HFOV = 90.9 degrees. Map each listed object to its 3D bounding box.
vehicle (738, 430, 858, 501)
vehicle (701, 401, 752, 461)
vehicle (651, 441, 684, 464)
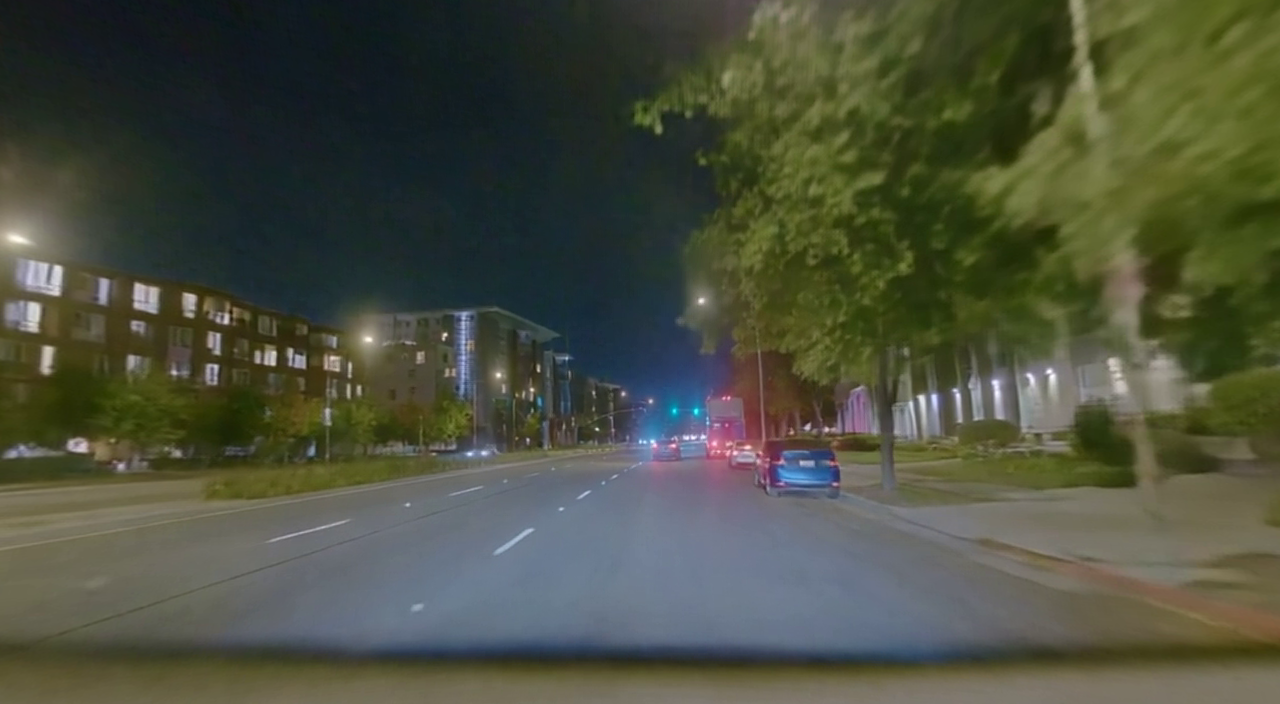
[{"bbox_3d":[4.090,3.018,17.224,2.121,1.659,4.675,0,-8,1],"label":"vehicle"},{"bbox_3d":[6.375,6.210,48.425,3.157,3.982,13.307,-1,-8,5],"label":"vehicle"},{"bbox_3d":[1.784,6.224,39.230,1.871,1.370,4.206,-1,-8,5],"label":"vehicle"}]
